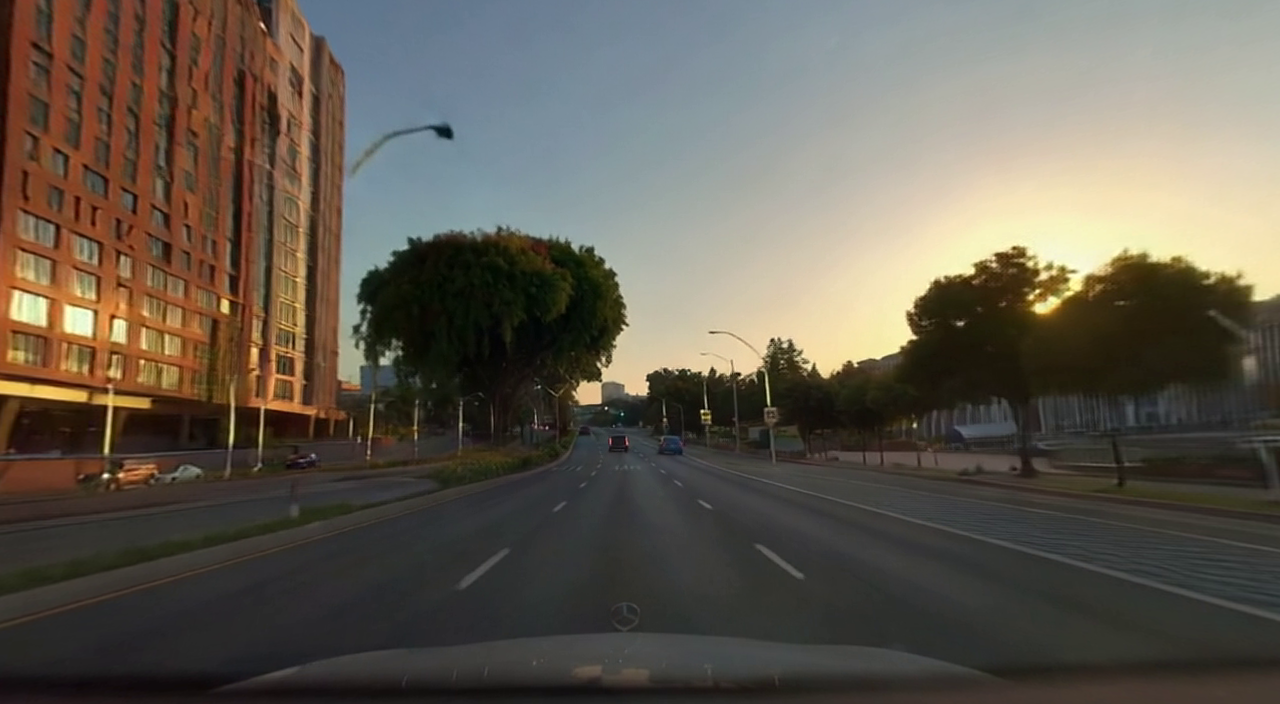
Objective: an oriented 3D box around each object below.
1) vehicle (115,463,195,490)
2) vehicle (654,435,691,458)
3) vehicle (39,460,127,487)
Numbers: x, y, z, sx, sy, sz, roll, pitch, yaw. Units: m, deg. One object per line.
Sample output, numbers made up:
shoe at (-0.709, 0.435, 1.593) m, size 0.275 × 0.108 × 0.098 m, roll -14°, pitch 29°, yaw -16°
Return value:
vehicle at (-29.965, 7.713, 39.207) m, size 1.732 × 1.427 × 4.059 m, roll -1°, pitch -8°, yaw 0°
vehicle at (2.189, 6.512, 43.566) m, size 2.090 × 1.506 × 4.382 m, roll 0°, pitch -8°, yaw -3°
vehicle at (-35.197, 7.649, 40.048) m, size 3.762 × 1.498 × 1.983 m, roll 4°, pitch -10°, yaw -29°
